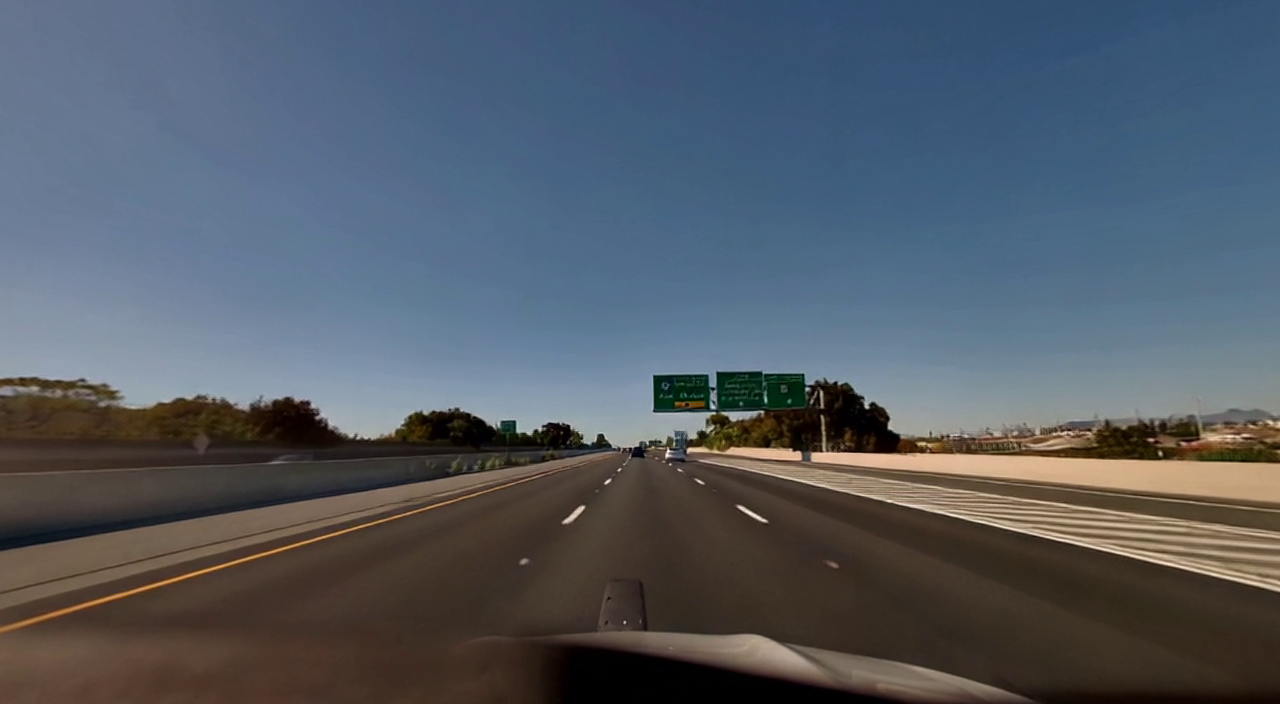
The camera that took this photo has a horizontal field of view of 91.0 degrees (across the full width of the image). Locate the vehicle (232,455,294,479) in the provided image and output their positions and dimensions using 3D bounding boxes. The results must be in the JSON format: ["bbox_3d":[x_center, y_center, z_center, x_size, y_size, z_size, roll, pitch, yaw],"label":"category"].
[{"bbox_3d":[-27.959,8.547,46.840,1.813,1.608,4.213,0,-9,2],"label":"vehicle"}]

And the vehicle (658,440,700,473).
[{"bbox_3d":[2.032,5.616,34.063,2.050,1.654,4.192,0,-9,1],"label":"vehicle"}]
